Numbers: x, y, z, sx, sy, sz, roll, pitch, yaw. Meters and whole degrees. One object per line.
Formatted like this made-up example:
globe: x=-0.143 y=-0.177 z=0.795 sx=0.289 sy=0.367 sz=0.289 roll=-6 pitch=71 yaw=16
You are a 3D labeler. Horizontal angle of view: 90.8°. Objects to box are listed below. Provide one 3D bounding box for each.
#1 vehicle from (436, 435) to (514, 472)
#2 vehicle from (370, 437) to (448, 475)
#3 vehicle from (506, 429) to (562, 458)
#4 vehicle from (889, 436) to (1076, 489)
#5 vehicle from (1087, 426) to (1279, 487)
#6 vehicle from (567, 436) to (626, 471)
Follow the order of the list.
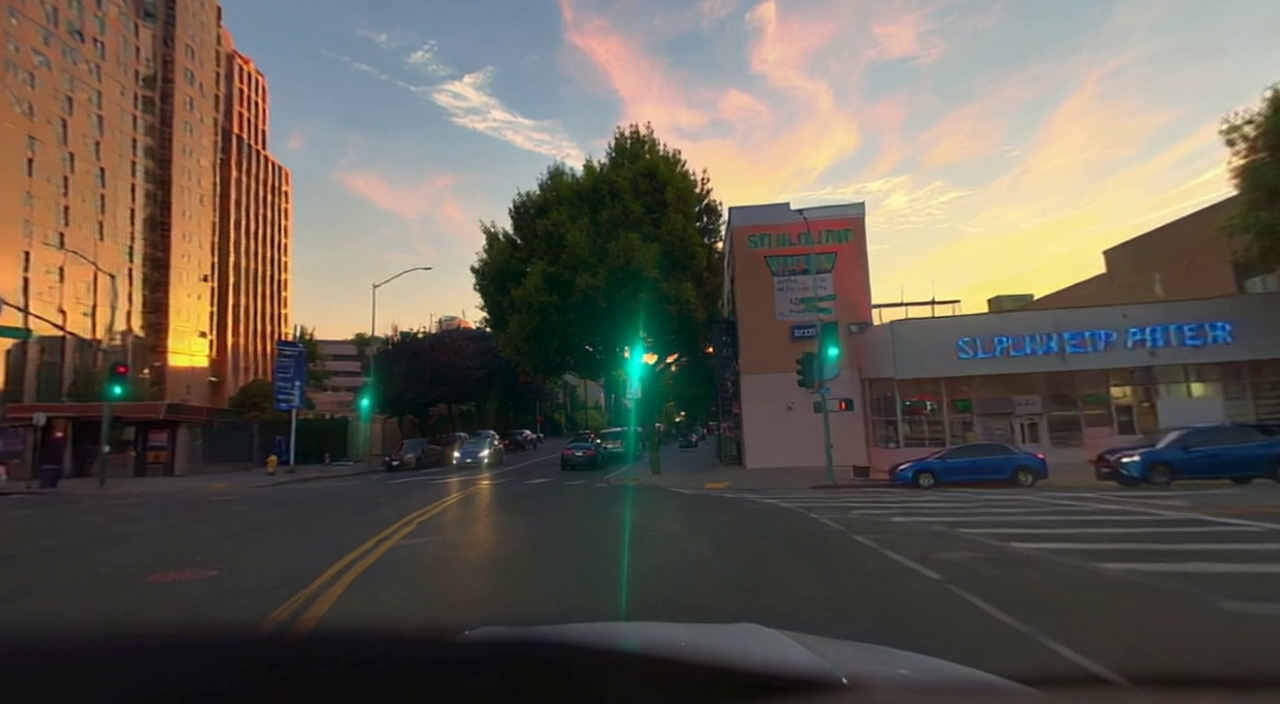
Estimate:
vehicle: x=-7.183 y=4.476 z=28.020 sx=2.119 sy=1.485 sz=4.472 roll=-1 pitch=-8 yaw=2
vehicle: x=-11.665 y=5.224 z=32.179 sx=1.933 sy=1.461 sz=4.393 roll=-5 pitch=-6 yaw=5
vehicle: x=-6.600 y=5.766 z=39.855 sx=2.181 sy=1.723 sz=4.692 roll=-1 pitch=-8 yaw=7
vehicle: x=9.982 y=3.264 z=18.732 sx=4.426 sy=1.446 sz=1.795 roll=-1 pitch=-8 yaw=6
vehicle: x=16.310 y=2.961 z=17.959 sx=5.420 sy=1.609 sz=2.063 roll=-1 pitch=-8 yaw=6
vehicle: x=-1.933 y=4.693 z=29.439 sx=1.892 sy=1.481 sz=4.365 roll=-1 pitch=-8 yaw=8
